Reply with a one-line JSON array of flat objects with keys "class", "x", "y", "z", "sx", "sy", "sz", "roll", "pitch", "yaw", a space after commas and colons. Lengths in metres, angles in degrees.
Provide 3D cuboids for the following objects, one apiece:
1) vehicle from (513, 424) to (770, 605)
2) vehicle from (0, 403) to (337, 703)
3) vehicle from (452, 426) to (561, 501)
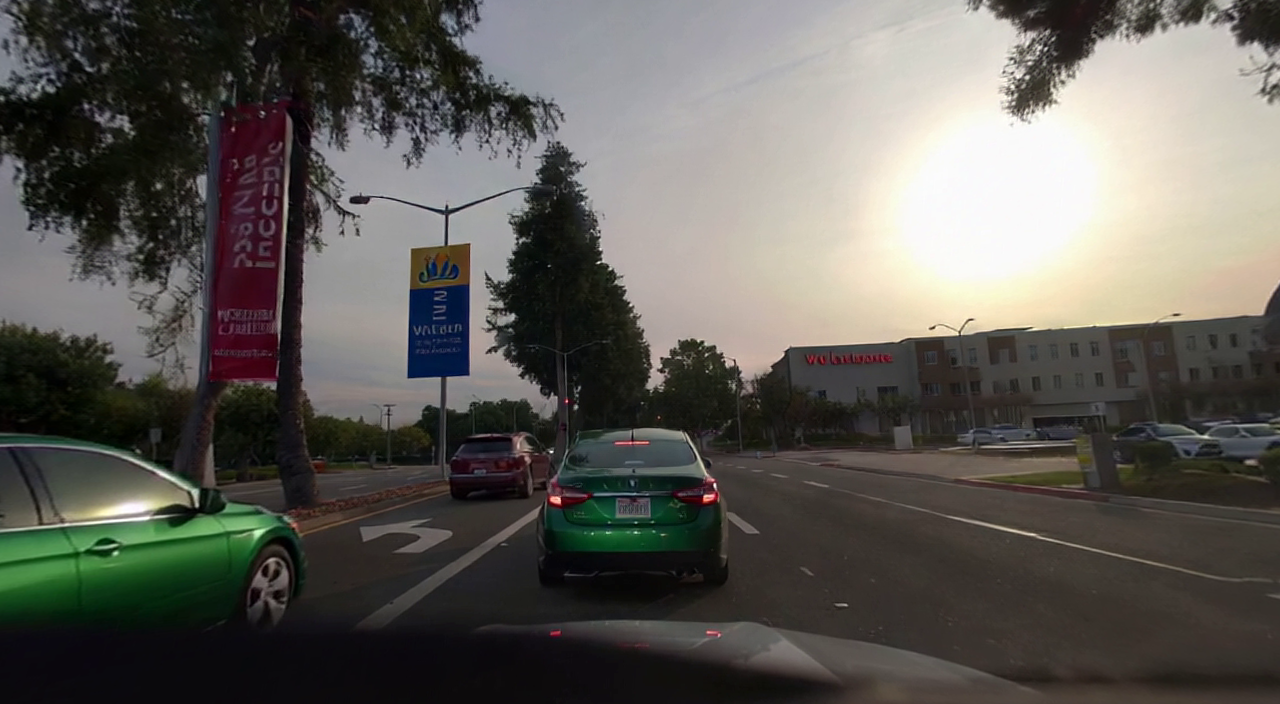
[{"class": "vehicle", "x": -0.048, "y": 1.640, "z": 7.290, "sx": 2.126, "sy": 1.475, "sz": 3.967, "roll": 0, "pitch": -8, "yaw": -2}, {"class": "vehicle", "x": -3.490, "y": 1.020, "z": 2.933, "sx": 1.961, "sy": 1.487, "sz": 4.453, "roll": 0, "pitch": -8, "yaw": 0}, {"class": "vehicle", "x": -3.431, "y": 2.957, "z": 17.099, "sx": 2.046, "sy": 1.751, "sz": 4.208, "roll": 0, "pitch": -8, "yaw": -1}]
